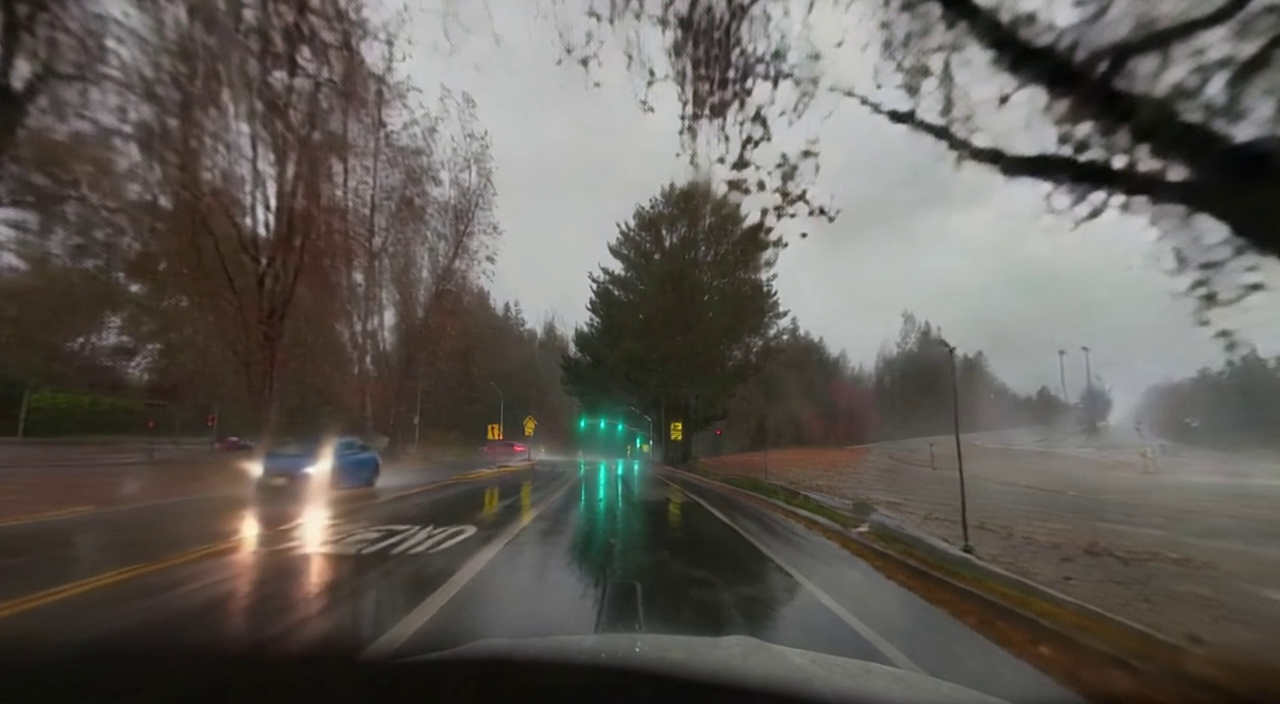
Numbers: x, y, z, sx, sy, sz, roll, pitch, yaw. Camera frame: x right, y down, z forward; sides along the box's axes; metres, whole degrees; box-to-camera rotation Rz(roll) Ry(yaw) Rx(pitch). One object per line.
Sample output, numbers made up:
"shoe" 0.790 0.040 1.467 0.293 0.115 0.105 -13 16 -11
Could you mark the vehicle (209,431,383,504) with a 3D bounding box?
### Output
"vehicle" -8.577 2.919 16.307 2.129 1.590 4.616 1 -9 -4
